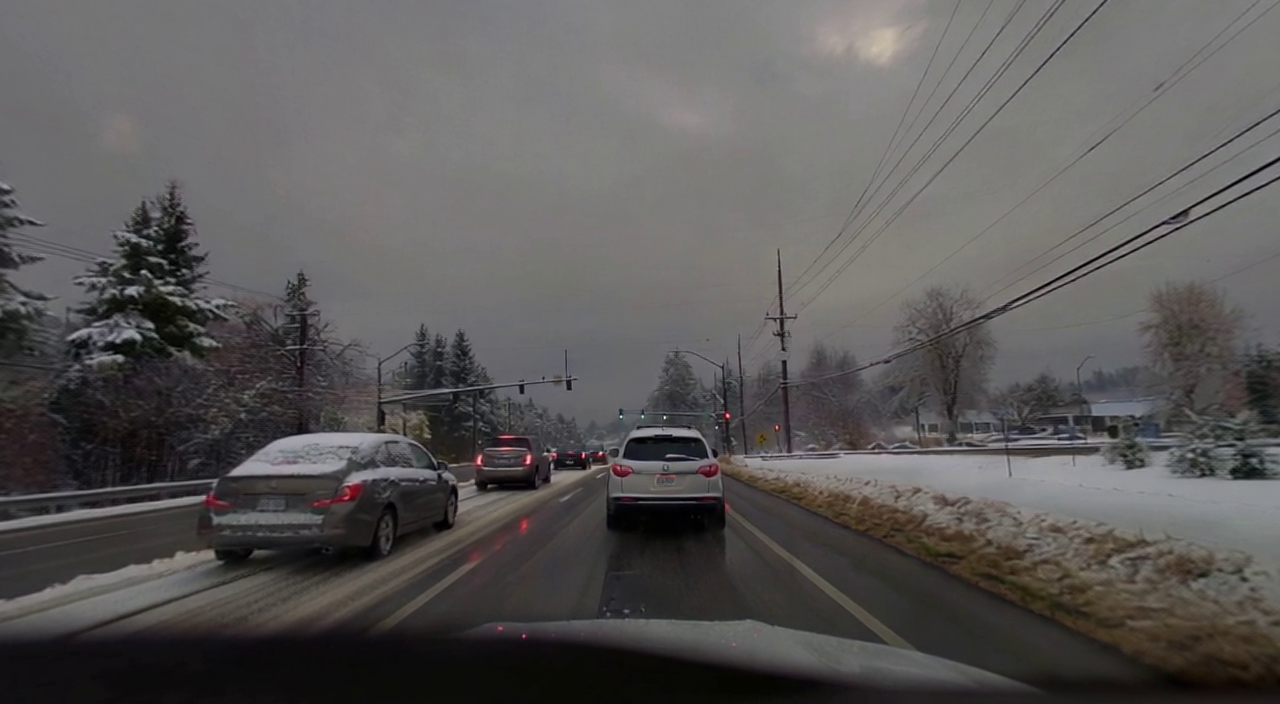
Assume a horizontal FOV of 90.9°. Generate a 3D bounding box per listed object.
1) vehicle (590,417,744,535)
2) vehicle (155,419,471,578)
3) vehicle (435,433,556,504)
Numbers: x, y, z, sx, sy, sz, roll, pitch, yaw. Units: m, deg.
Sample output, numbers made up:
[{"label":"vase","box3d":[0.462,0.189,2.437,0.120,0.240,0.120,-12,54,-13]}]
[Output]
[{"label":"vehicle","box3d":[0.436,2.087,11.116,2.205,1.691,3.937,0,-9,1]},{"label":"vehicle","box3d":[-3.806,1.765,8.346,1.999,1.563,4.007,0,-9,0]},{"label":"vehicle","box3d":[-3.634,3.038,16.846,2.018,1.621,4.441,-1,-9,2]}]
